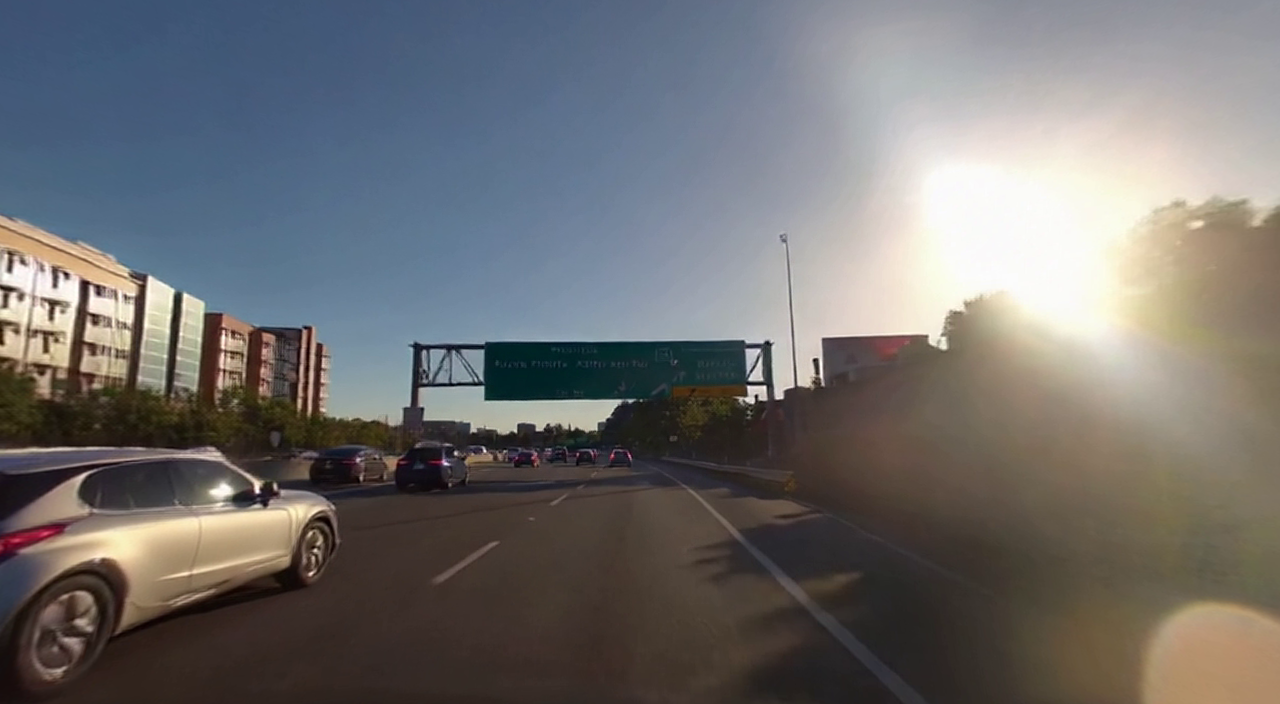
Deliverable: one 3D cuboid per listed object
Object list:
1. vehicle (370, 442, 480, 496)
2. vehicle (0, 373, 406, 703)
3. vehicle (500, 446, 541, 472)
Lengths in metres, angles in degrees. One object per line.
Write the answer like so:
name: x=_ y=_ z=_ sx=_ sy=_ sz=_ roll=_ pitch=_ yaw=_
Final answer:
vehicle: x=-7.169 y=3.925 z=21.565 sx=2.075 sy=1.642 sz=4.638 roll=0 pitch=-9 yaw=1
vehicle: x=-3.670 y=1.261 z=4.635 sx=2.036 sy=1.717 sz=4.592 roll=0 pitch=-9 yaw=1
vehicle: x=-8.404 y=7.561 z=44.651 sx=2.065 sy=1.689 sz=4.399 roll=0 pitch=-9 yaw=-1
